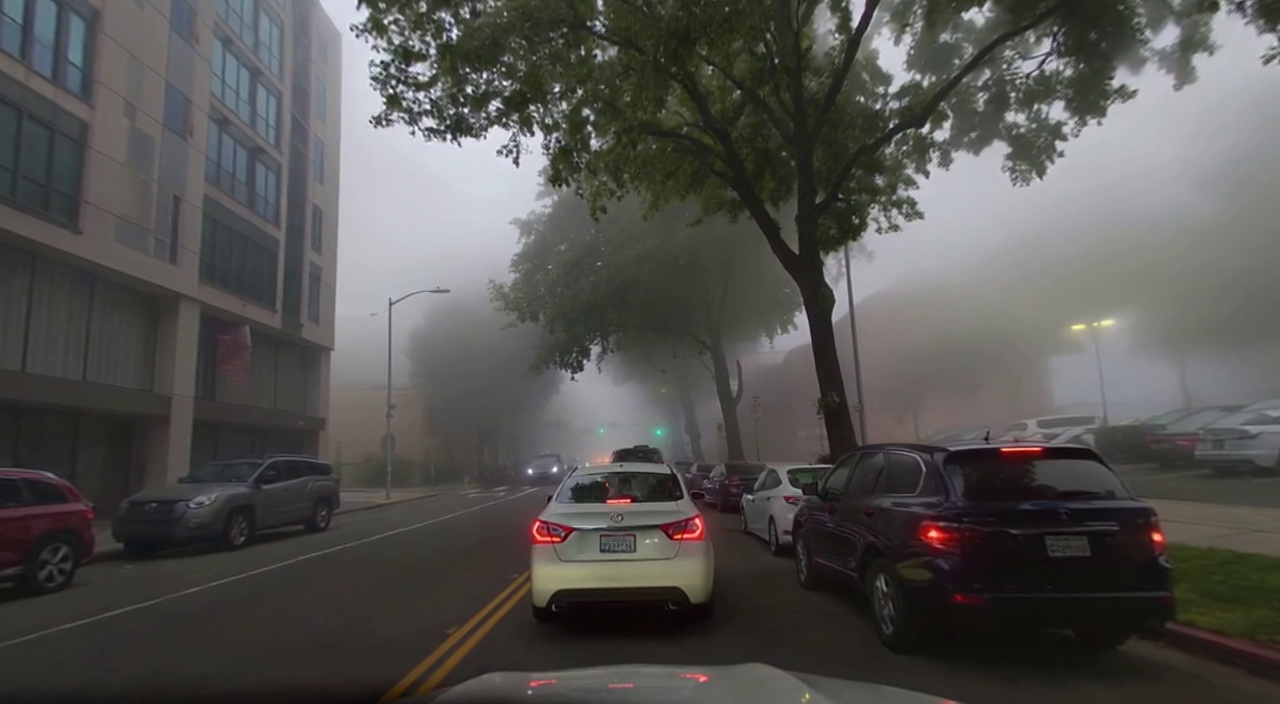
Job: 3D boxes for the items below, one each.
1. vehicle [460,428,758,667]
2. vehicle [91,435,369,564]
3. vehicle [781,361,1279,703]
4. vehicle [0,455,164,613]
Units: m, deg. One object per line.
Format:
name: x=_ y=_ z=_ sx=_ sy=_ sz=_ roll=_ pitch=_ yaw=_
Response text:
vehicle: x=-0.185 y=1.667 z=6.180 sx=2.018 sy=1.583 sz=3.646 roll=1 pitch=-10 yaw=1
vehicle: x=-6.834 y=2.579 z=11.275 sx=1.994 sy=1.701 sz=4.520 roll=-3 pitch=-12 yaw=-1
vehicle: x=2.710 y=1.414 z=5.552 sx=1.868 sy=1.920 sz=4.501 roll=1 pitch=-10 yaw=0
vehicle: x=-6.976 y=1.674 z=5.743 sx=1.900 sy=1.471 sz=4.202 roll=1 pitch=-10 yaw=0
